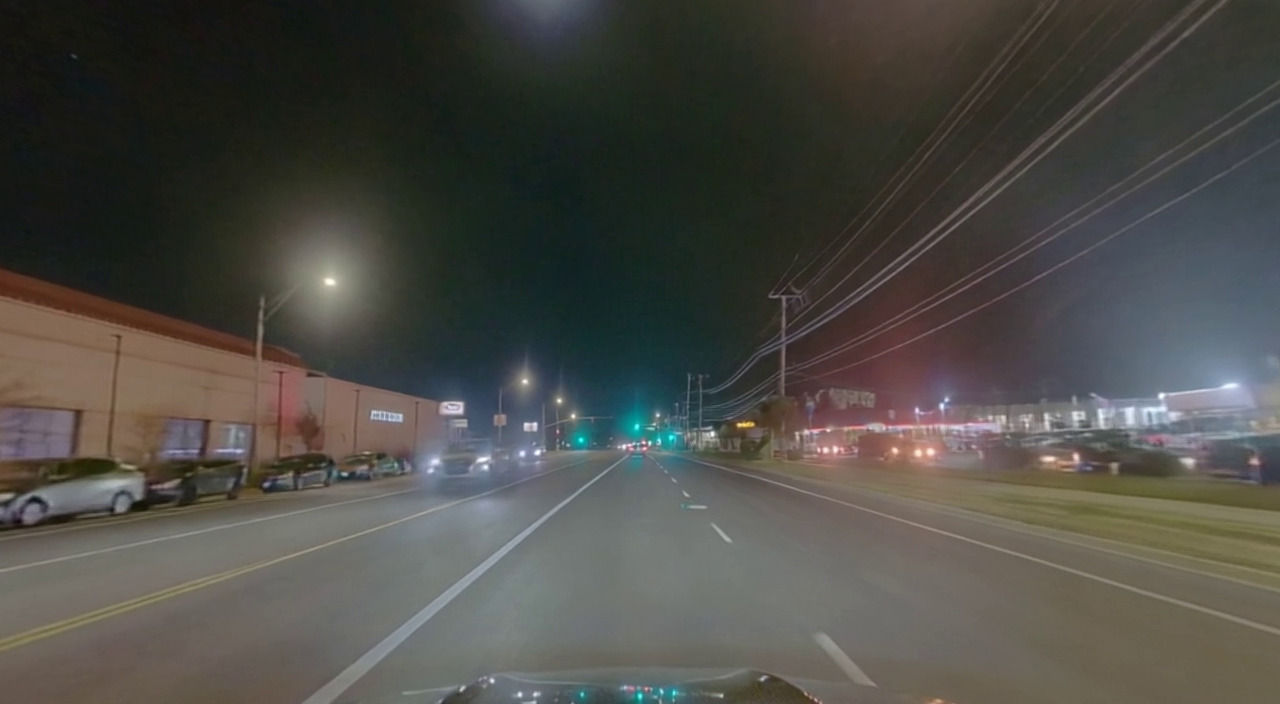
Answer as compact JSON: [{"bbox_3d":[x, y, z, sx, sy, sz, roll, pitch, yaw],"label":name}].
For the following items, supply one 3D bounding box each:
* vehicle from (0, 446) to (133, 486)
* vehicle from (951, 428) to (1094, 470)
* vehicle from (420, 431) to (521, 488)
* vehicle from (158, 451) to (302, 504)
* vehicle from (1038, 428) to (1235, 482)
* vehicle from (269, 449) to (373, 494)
[{"bbox_3d":[-24.527,4.686,26.212,5.137,1.540,1.991,5,-10,-32],"label":"vehicle"},{"bbox_3d":[14.895,3.780,24.798,4.300,1.431,1.937,-2,-7,1],"label":"vehicle"},{"bbox_3d":[-5.958,3.857,23.053,2.180,1.805,5.170,0,-8,1],"label":"vehicle"},{"bbox_3d":[-13.821,4.210,21.700,1.901,1.552,4.541,0,-8,0],"label":"vehicle"},{"bbox_3d":[15.043,3.118,19.351,4.396,1.412,1.858,-2,-6,2],"label":"vehicle"},{"bbox_3d":[-13.647,5.089,27.438,1.793,1.534,5.400,-2,-7,-1],"label":"vehicle"}]
